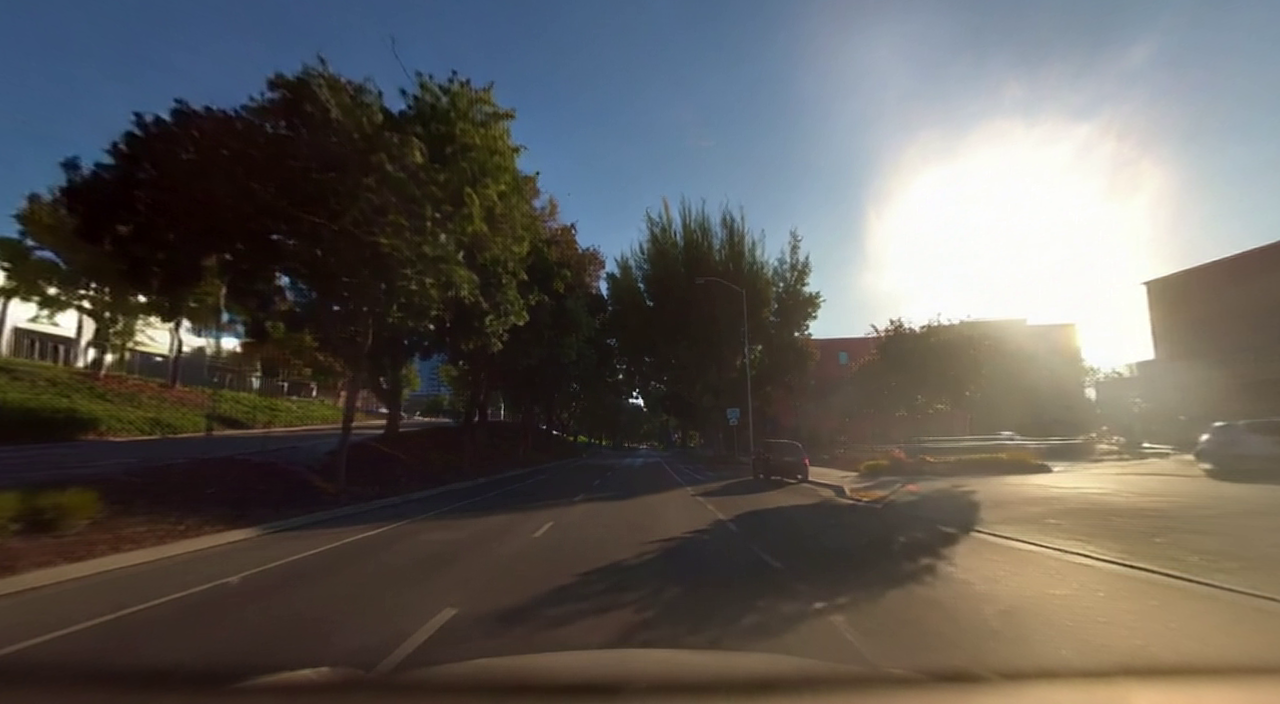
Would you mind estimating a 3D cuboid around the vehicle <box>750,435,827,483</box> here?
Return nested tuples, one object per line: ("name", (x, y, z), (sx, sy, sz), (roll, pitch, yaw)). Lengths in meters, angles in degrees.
("vehicle", (6.061, 4.446, 26.433), (2.177, 1.788, 5.106), (0, -8, 2))
